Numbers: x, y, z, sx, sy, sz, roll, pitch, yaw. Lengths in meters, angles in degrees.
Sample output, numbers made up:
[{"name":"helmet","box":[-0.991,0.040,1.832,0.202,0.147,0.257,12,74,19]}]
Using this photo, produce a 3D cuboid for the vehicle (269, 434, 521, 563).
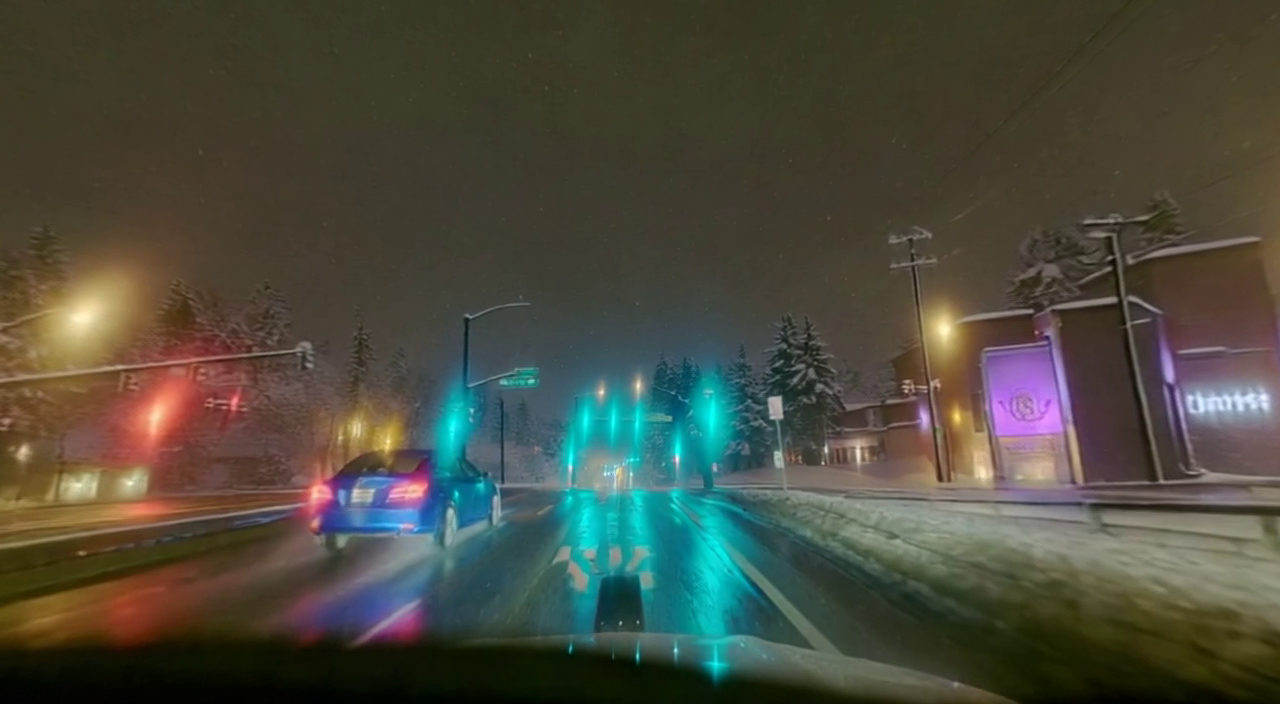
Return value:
[{"name":"vehicle","box":[-3.254,2.027,9.522,2.041,1.470,4.290,0,-9,1]}]

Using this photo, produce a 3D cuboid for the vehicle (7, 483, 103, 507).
[{"name":"vehicle","box":[-38.850,9.535,42.017,4.315,1.421,2.020,-1,-14,1]}]
